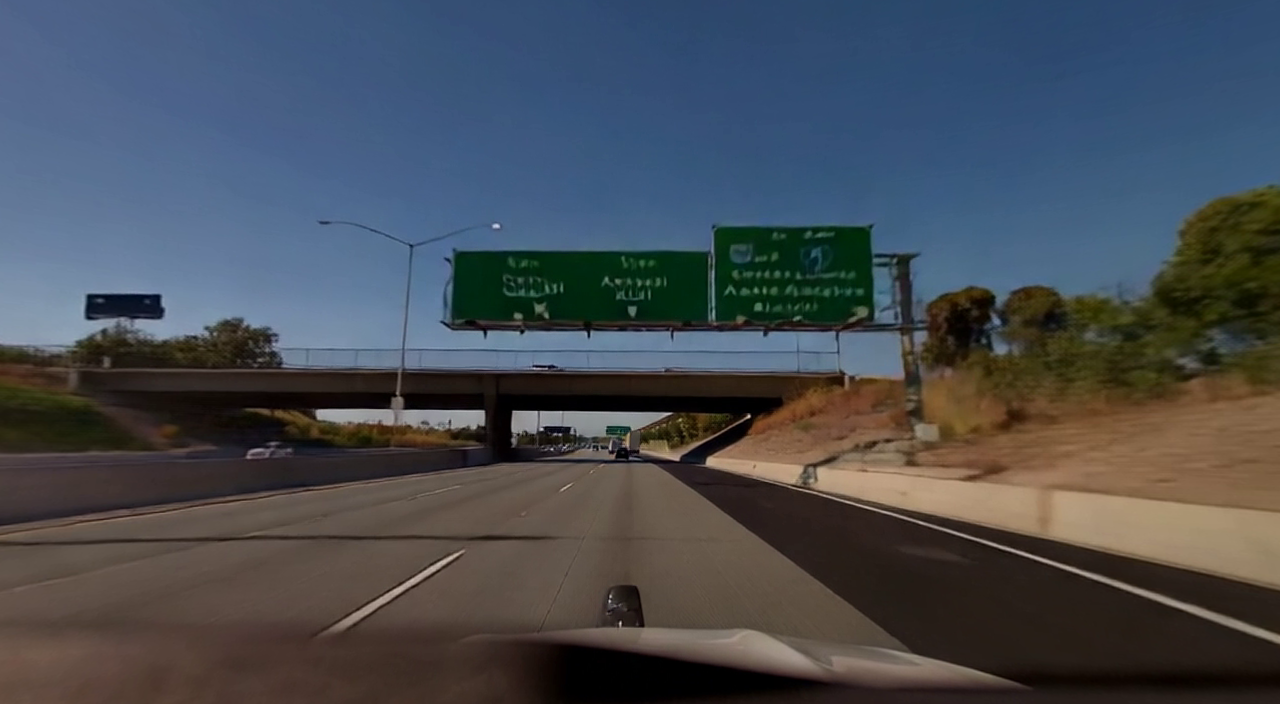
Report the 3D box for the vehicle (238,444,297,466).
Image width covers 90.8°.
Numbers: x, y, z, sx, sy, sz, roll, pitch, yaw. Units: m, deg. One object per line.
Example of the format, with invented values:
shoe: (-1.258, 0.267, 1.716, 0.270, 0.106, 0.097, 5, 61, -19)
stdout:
vehicle: (-26.004, 7.192, 44.165, 1.766, 1.461, 3.983, 0, -9, -2)
